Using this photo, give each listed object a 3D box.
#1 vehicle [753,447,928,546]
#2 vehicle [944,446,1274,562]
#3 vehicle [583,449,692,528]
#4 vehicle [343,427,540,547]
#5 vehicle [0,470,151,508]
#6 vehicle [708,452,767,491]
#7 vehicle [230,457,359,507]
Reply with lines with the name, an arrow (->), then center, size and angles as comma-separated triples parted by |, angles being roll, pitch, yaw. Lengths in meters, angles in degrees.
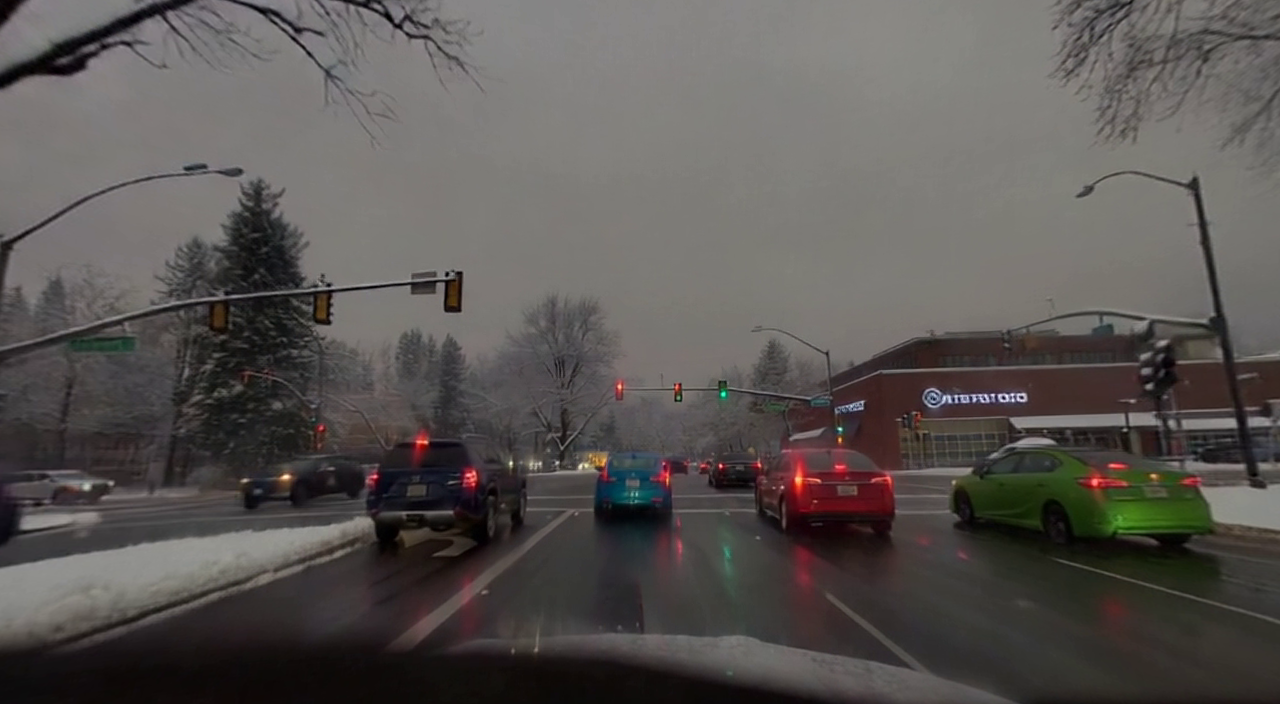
vehicle -> 3.476, 2.549, 11.884 | 2.020, 1.513, 4.120 | 0, -8, 1
vehicle -> 7.295, 2.345, 10.662 | 2.004, 1.508, 4.646 | 0, -8, 0
vehicle -> -0.037, 2.939, 14.210 | 2.098, 1.477, 3.897 | 0, -8, 0
vehicle -> -3.465, 2.466, 12.343 | 2.160, 1.823, 5.115 | 0, -8, 0
vehicle -> -25.411, 6.161, 28.557 | 4.679, 1.488, 2.052 | 2, -9, -14
vehicle -> 4.132, 5.121, 27.427 | 1.888, 1.472, 4.528 | 0, -8, 1
vehicle -> -12.057, 4.536, 22.454 | 1.912, 1.477, 4.398 | -1, -8, 3
